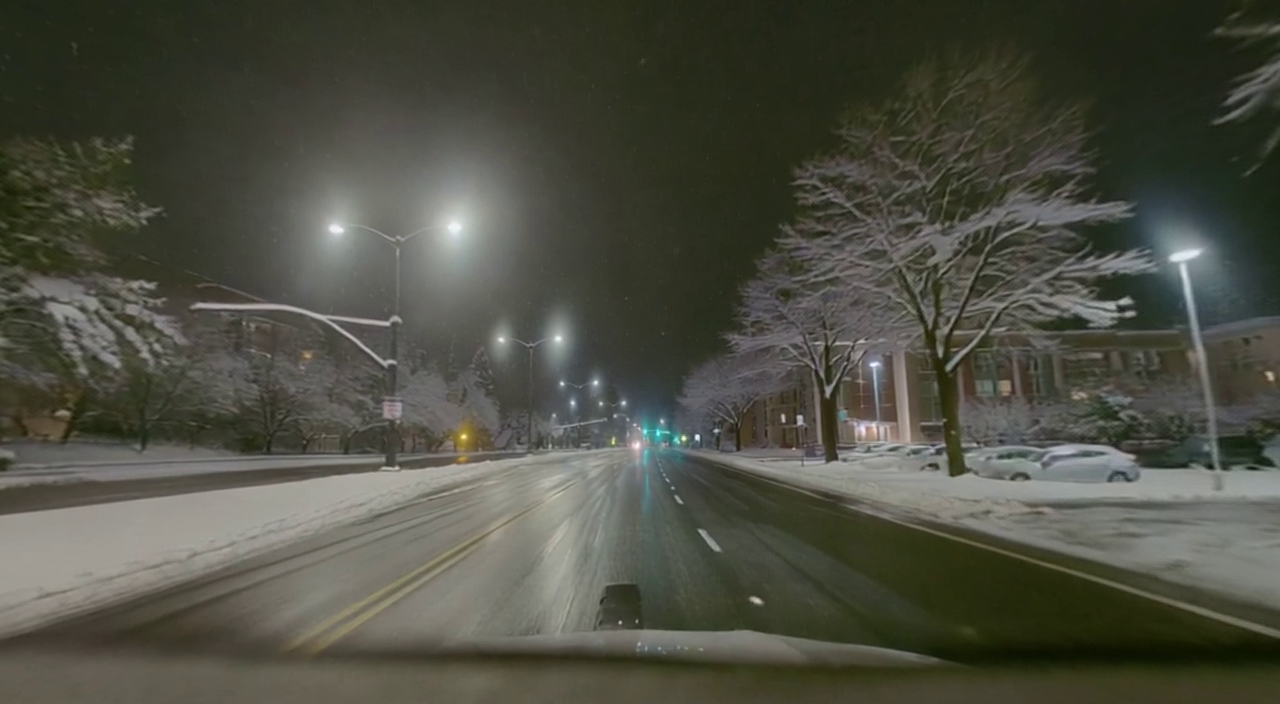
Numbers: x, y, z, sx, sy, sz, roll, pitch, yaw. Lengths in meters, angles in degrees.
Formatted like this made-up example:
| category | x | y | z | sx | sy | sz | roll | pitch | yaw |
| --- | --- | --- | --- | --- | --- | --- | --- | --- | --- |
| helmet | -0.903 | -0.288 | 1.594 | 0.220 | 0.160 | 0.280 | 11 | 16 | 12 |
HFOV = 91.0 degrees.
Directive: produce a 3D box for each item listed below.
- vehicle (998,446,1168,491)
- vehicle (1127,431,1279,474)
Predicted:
| category | x | y | z | sx | sy | sz | roll | pitch | yaw |
| --- | --- | --- | --- | --- | --- | --- | --- | --- | --- |
| vehicle | 15.315 | 4.039 | 21.974 | 4.331 | 1.469 | 2.008 | 0 | -9 | 2 |
| vehicle | 26.874 | 4.734 | 29.752 | 5.663 | 1.895 | 2.229 | -1 | -9 | 2 |
